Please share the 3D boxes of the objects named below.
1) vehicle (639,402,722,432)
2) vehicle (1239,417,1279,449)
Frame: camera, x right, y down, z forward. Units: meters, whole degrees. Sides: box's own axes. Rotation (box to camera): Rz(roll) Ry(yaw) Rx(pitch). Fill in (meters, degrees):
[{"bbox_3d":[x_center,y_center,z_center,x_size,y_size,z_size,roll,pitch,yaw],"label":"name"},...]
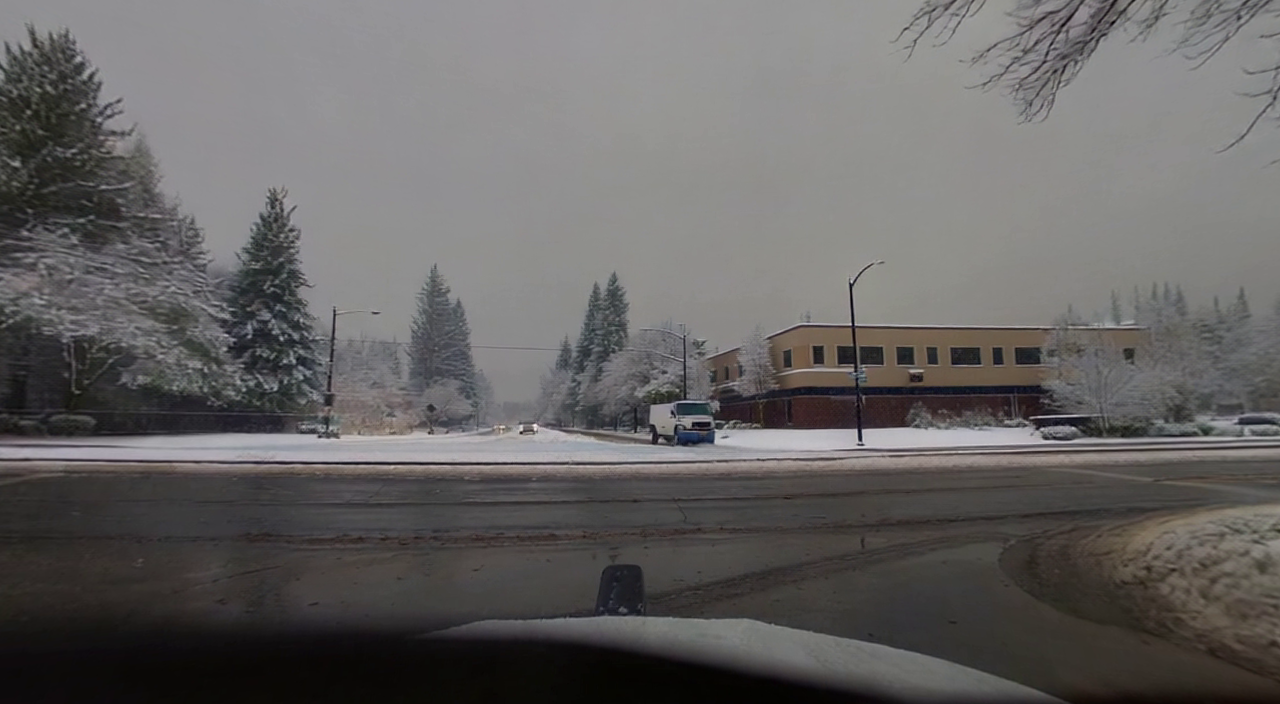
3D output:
[{"bbox_3d":[2.729,4.599,43.594,2.435,1.858,5.585,8,-12,-44],"label":"vehicle"},{"bbox_3d":[41.817,5.338,41.149,5.748,1.977,2.265,5,-10,-33],"label":"vehicle"}]
